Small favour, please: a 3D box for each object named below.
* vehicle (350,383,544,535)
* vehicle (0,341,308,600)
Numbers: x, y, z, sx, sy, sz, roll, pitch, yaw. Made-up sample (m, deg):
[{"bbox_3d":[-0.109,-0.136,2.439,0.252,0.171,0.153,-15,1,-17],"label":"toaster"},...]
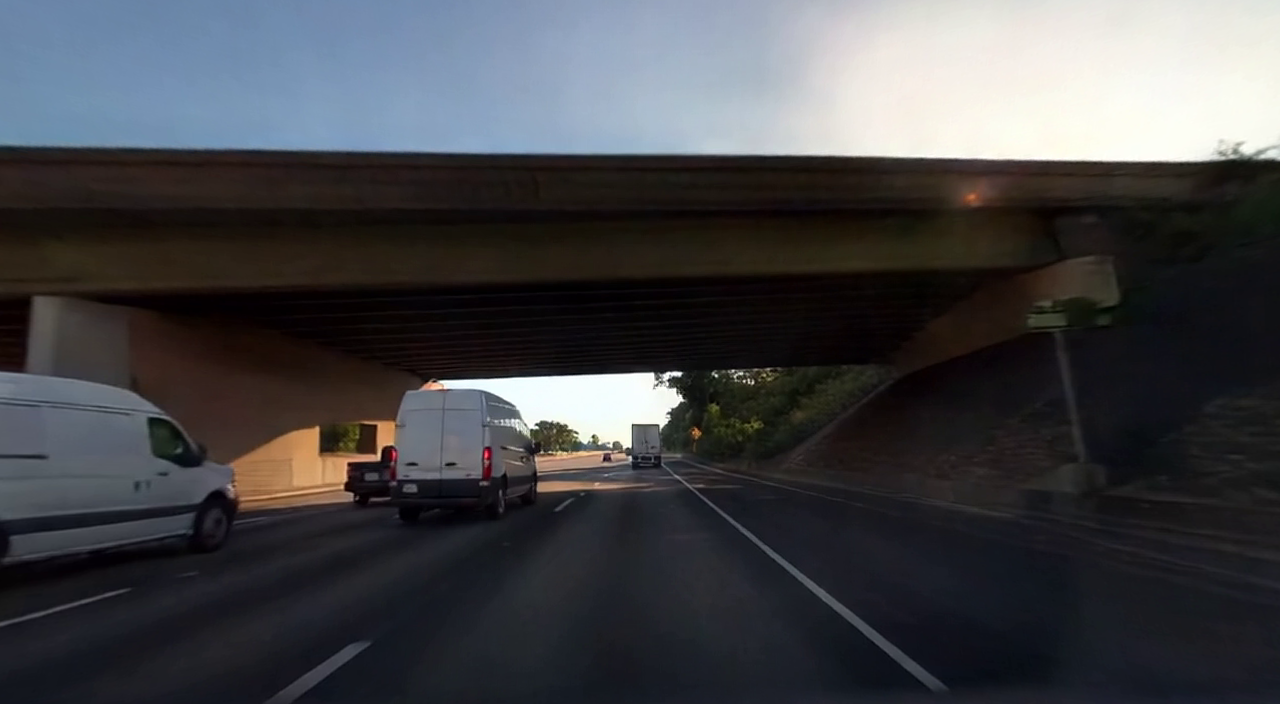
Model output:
[{"bbox_3d":[-3.892,2.364,14.310,2.504,2.694,5.934,0,-9,0],"label":"vehicle"},{"bbox_3d":[-7.692,1.568,8.737,2.594,2.571,6.424,0,-9,0],"label":"vehicle"}]
